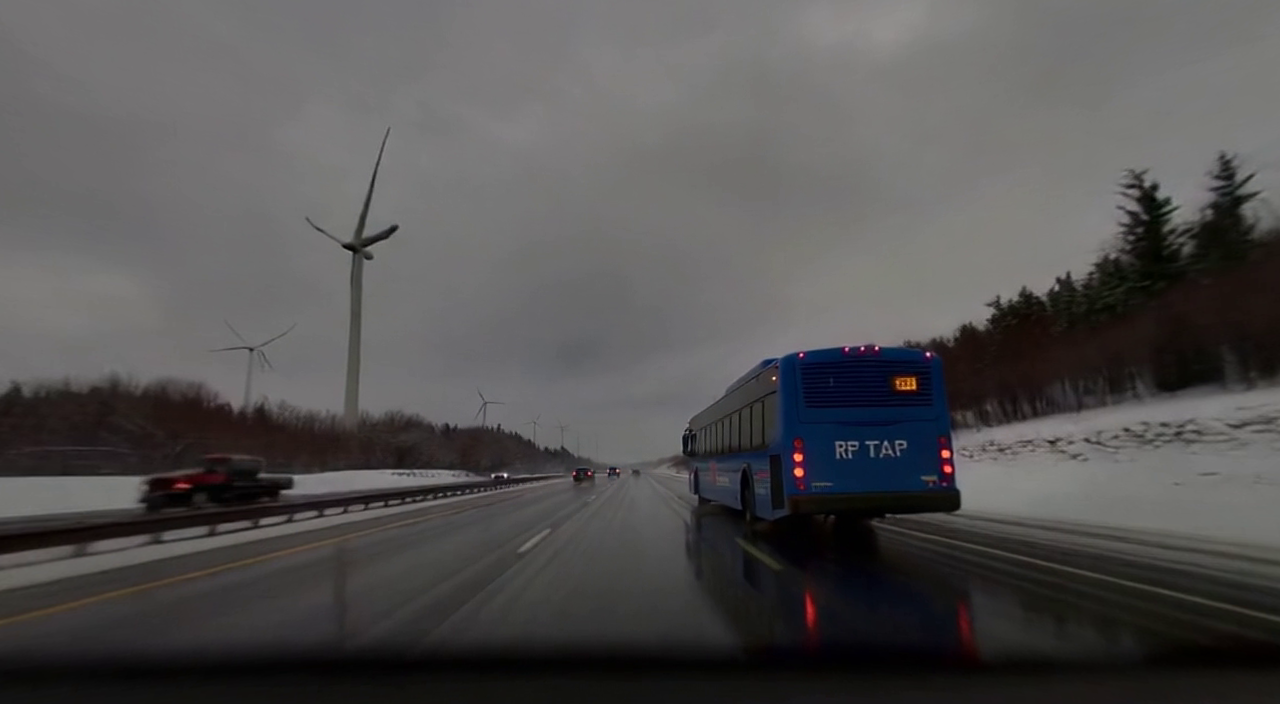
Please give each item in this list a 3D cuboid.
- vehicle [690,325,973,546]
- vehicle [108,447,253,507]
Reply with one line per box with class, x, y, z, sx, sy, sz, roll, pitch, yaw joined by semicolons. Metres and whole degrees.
vehicle;3.644;2.628;17.460;2.941;3.574;14.463;1;-10;-2
vehicle;-19.027;5.215;26.474;2.342;2.255;4.846;1;-10;0
